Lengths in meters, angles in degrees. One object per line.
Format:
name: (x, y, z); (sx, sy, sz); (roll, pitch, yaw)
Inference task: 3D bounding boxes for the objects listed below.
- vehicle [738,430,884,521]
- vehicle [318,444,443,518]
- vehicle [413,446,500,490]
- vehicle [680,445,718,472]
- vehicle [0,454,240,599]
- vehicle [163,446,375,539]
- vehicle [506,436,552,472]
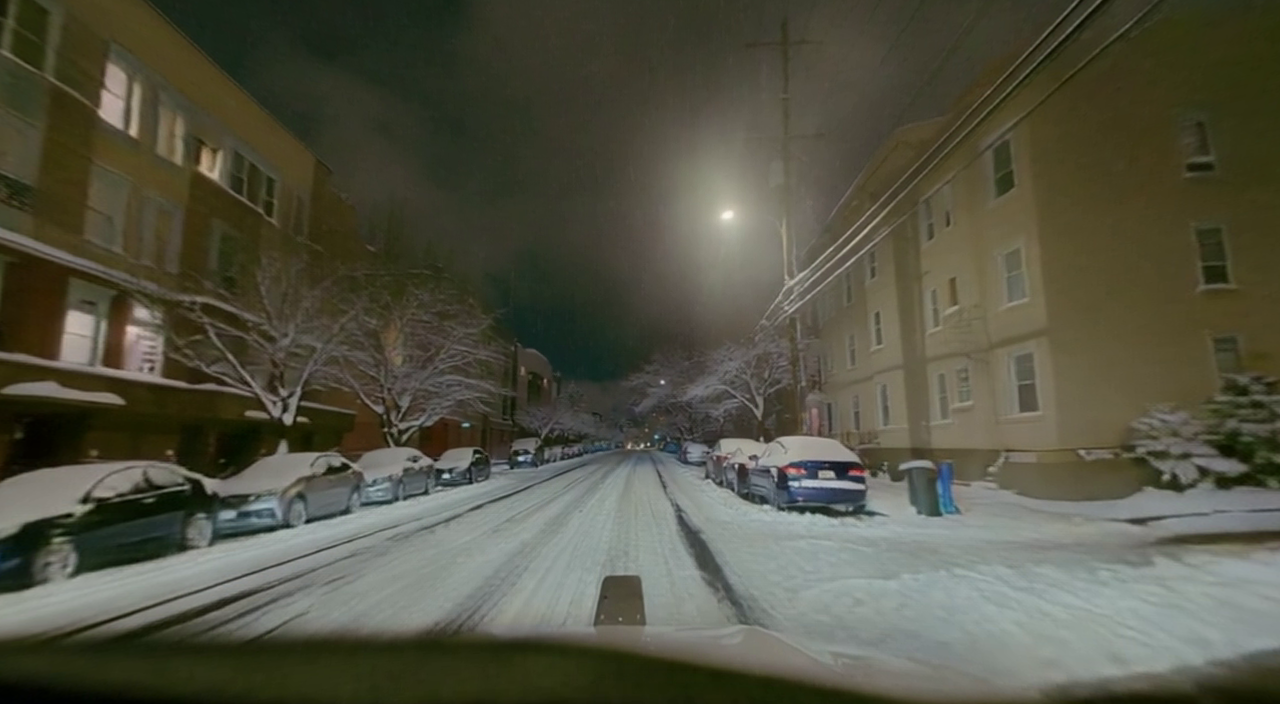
vehicle: (3.621, 2.702, 14.381); (2.095, 1.694, 4.592); (0, -9, 1)
vehicle: (-7.660, 3.774, 19.219); (1.981, 1.651, 4.683); (-5, -6, -3)
vehicle: (-7.490, 4.759, 26.337); (2.145, 1.488, 4.646); (-3, -8, 1)
vehicle: (3.667, 6.693, 39.994); (1.925, 1.634, 4.419); (0, -8, 0)
vehicle: (-7.610, 2.170, 8.601); (1.873, 1.437, 4.068); (-1, -9, -4)
vehicle: (-7.796, 2.996, 13.997); (1.917, 1.618, 4.825); (-1, -10, -2)
vehicle: (-7.712, 7.130, 44.540); (2.351, 2.251, 5.856); (-2, -8, -2)
